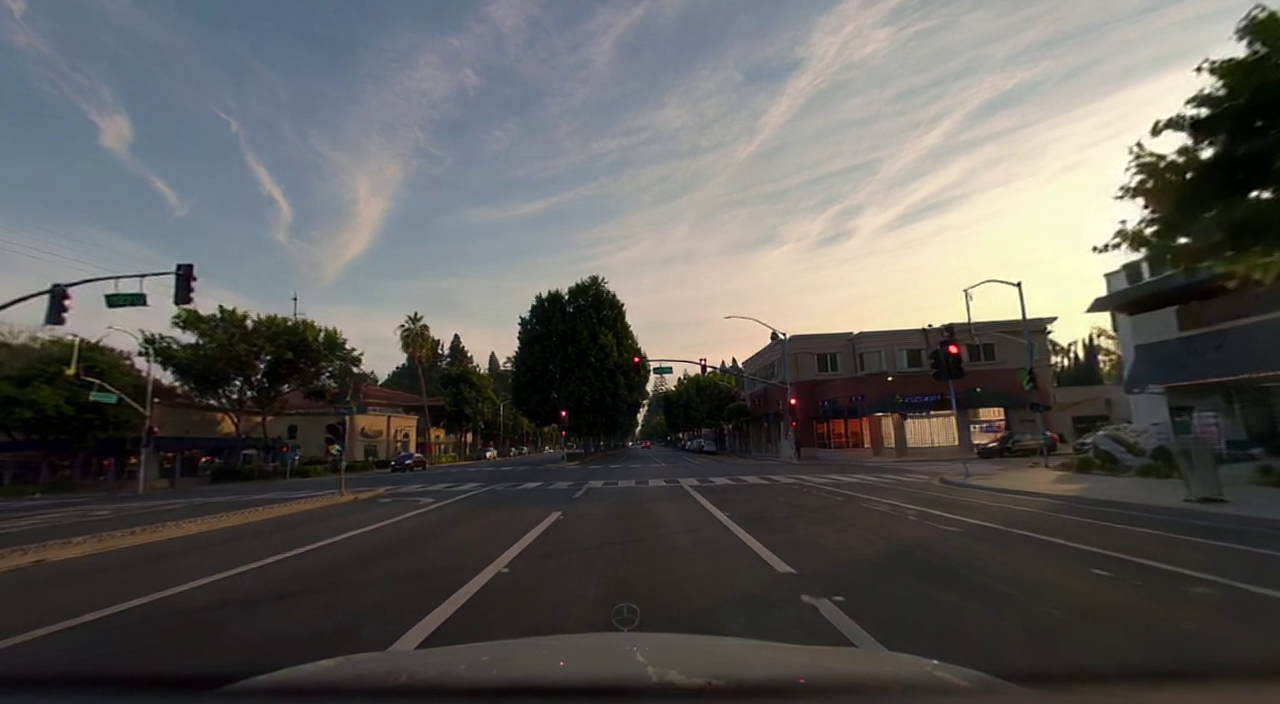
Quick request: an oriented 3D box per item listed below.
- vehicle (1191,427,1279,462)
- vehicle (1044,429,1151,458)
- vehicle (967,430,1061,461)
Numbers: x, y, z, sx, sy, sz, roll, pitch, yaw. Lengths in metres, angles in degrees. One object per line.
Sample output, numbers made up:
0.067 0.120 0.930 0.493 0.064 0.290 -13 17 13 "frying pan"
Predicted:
27.076 4.012 27.456 4.461 1.455 1.909 0 -8 -3 "vehicle"
27.282 5.497 37.795 4.910 1.644 2.032 0 -9 -4 "vehicle"
22.040 5.498 37.322 4.323 1.746 1.872 0 -9 -3 "vehicle"
